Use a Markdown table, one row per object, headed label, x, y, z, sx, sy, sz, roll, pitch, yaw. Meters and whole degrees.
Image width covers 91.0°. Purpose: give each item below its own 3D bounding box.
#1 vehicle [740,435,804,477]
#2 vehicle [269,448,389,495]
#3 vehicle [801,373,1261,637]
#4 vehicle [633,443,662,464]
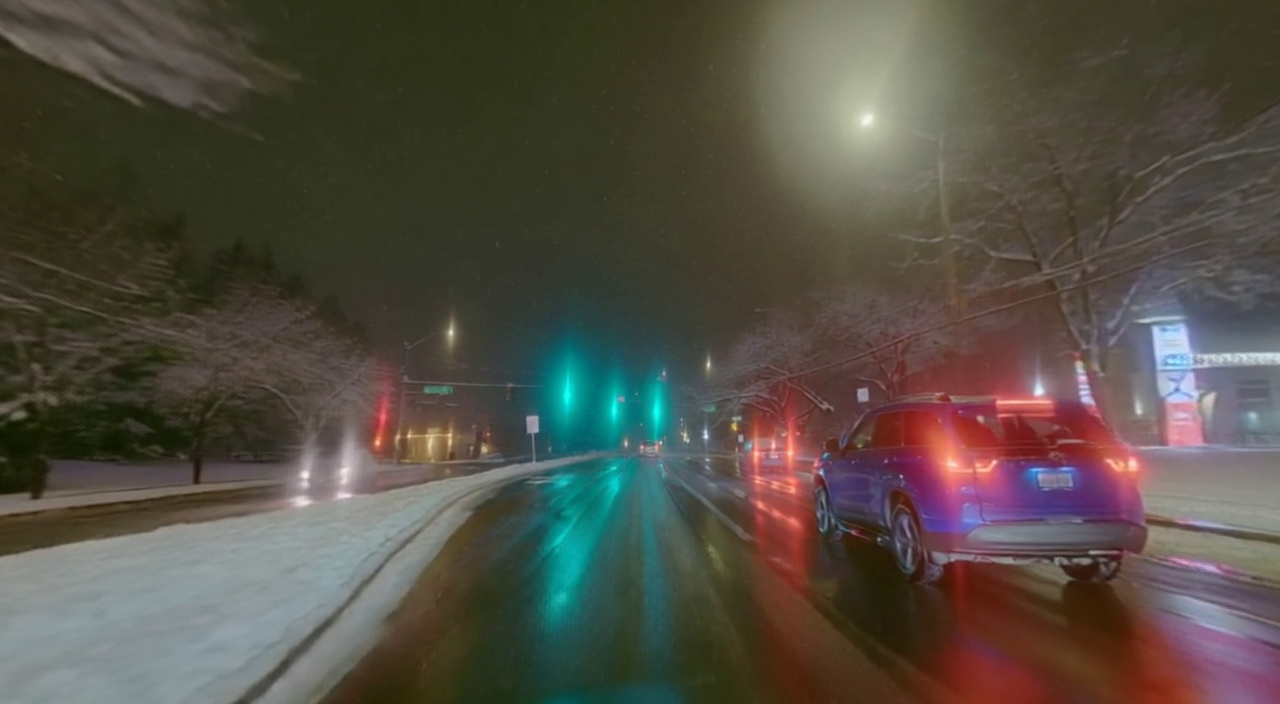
| label | x | y | z | sx | sy | sz | roll | pitch | yaw |
| --- | --- | --- | --- | --- | --- | --- | --- | --- | --- |
| vehicle | 6.204 | 4.951 | 30.282 | 2.085 | 1.828 | 5.383 | 0 | -8 | 2 |
| vehicle | -11.264 | 4.317 | 23.267 | 1.955 | 1.507 | 4.750 | 0 | -8 | 1 |
| vehicle | 3.345 | 1.392 | 6.719 | 2.033 | 1.865 | 4.360 | 0 | -8 | -1 |
| vehicle | 0.625 | 7.789 | 48.527 | 2.131 | 1.474 | 4.146 | 0 | -8 | 1 |
